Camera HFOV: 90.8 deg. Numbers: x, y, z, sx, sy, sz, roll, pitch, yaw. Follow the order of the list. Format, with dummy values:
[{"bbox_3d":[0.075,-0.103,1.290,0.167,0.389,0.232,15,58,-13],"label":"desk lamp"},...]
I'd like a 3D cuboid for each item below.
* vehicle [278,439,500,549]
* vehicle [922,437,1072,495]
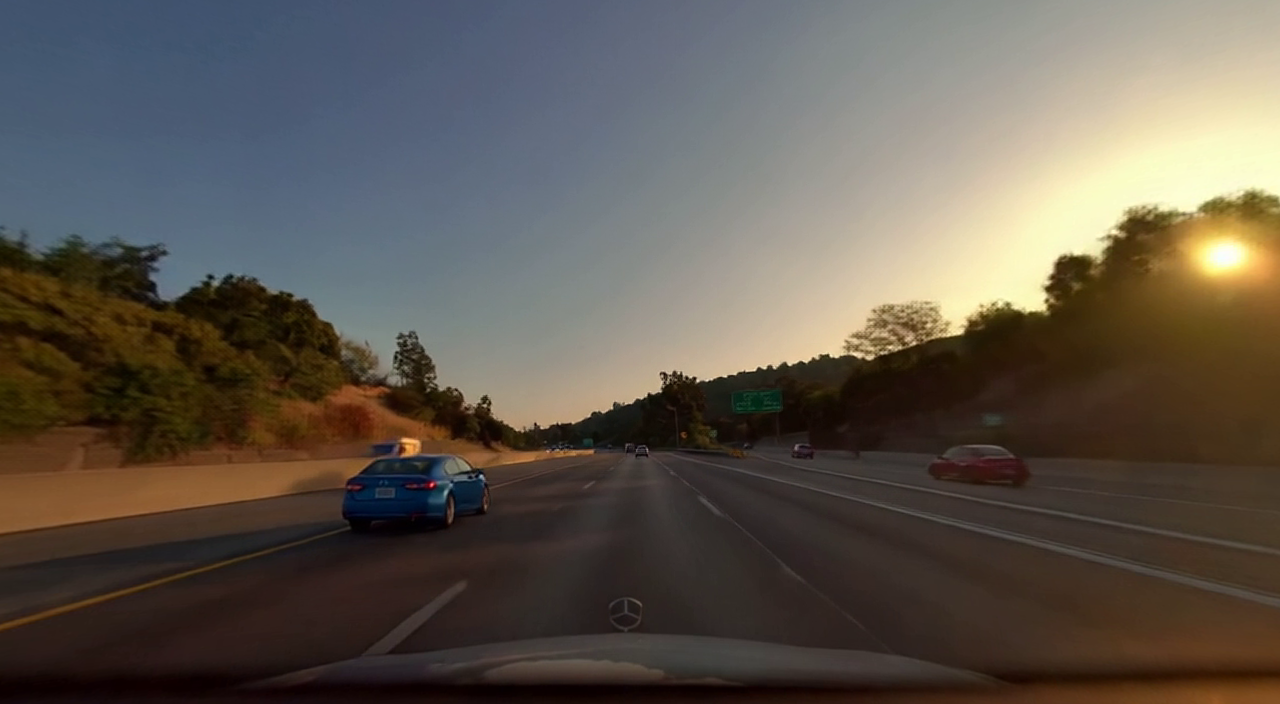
[{"bbox_3d":[-3.868,2.249,10.743,1.873,1.438,4.546,0,-9,1],"label":"vehicle"},{"bbox_3d":[10.278,3.313,18.659,1.884,1.485,4.600,-1,-9,2],"label":"vehicle"}]
